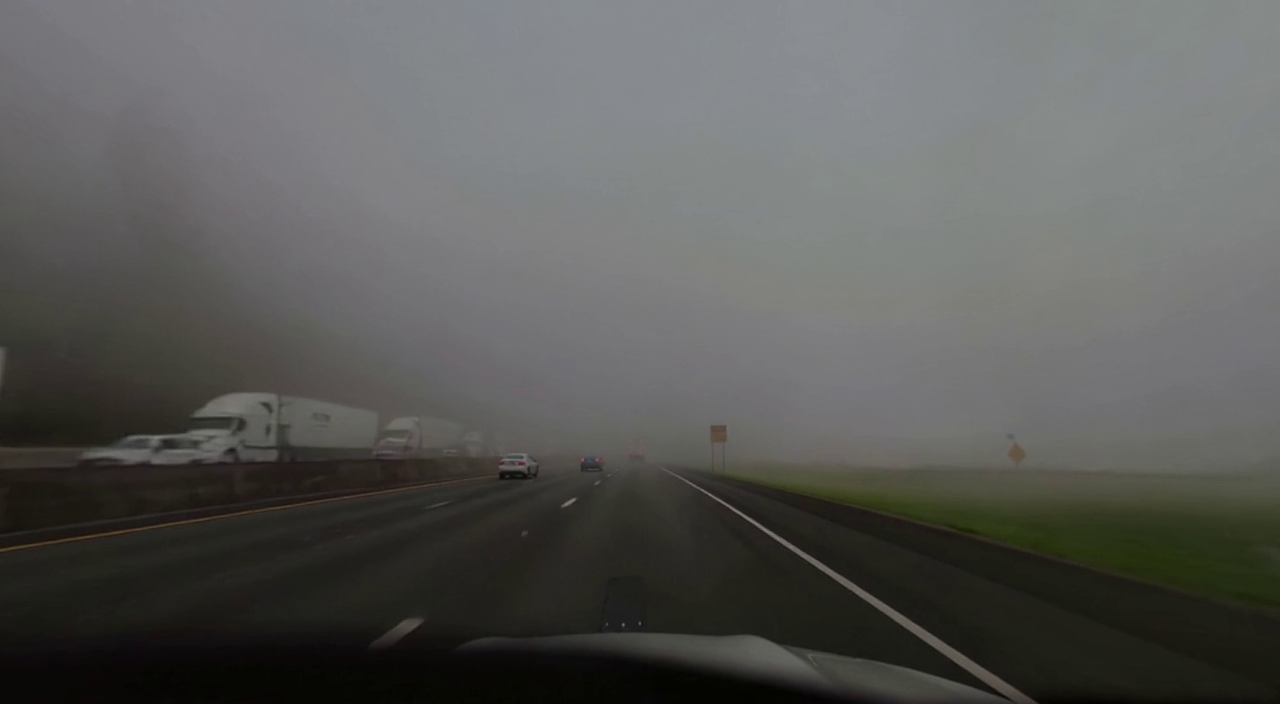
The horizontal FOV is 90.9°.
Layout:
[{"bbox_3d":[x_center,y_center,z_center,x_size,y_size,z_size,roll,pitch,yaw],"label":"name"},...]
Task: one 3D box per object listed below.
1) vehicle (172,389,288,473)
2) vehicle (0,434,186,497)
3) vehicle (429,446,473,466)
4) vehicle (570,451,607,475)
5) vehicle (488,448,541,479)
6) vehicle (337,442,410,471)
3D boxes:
[{"bbox_3d":[-18.982,3.729,29.426,2.954,3.700,3.302,0,-9,0],"label":"vehicle"},{"bbox_3d":[-14.577,2.943,16.626,1.888,1.426,4.428,0,-9,0],"label":"vehicle"},{"bbox_3d":[-14.503,7.976,48.525,2.014,1.444,4.352,0,-9,0],"label":"vehicle"},{"bbox_3d":[-3.370,7.357,41.983,2.076,1.453,4.094,0,-9,1],"label":"vehicle"},{"bbox_3d":[-7.321,6.551,37.395,2.122,1.685,4.714,0,-9,1],"label":"vehicle"},{"bbox_3d":[-14.137,5.551,33.713,1.956,1.433,4.339,0,-9,0],"label":"vehicle"}]
